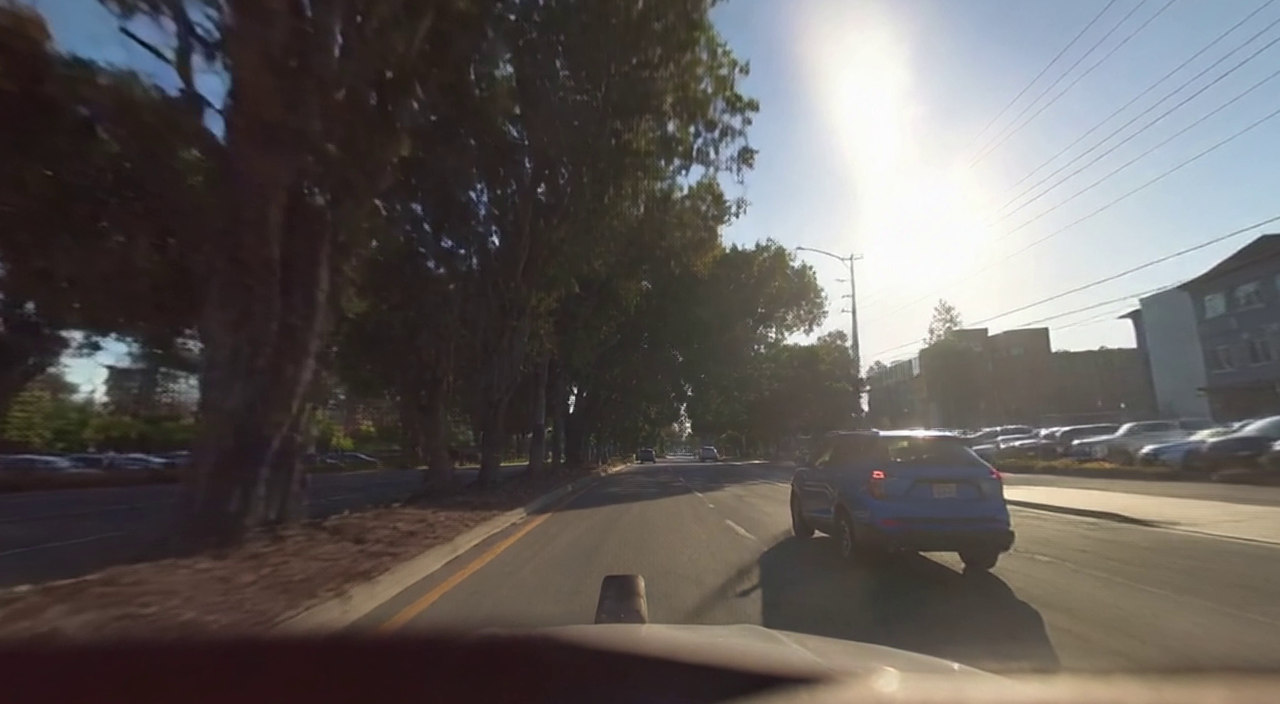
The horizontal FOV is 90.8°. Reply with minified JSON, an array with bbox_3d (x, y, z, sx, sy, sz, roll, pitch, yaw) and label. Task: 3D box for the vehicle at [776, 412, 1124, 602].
[{"bbox_3d":[3.220,1.721,7.819,2.060,1.665,4.284,0,-9,-1],"label":"vehicle"}]
